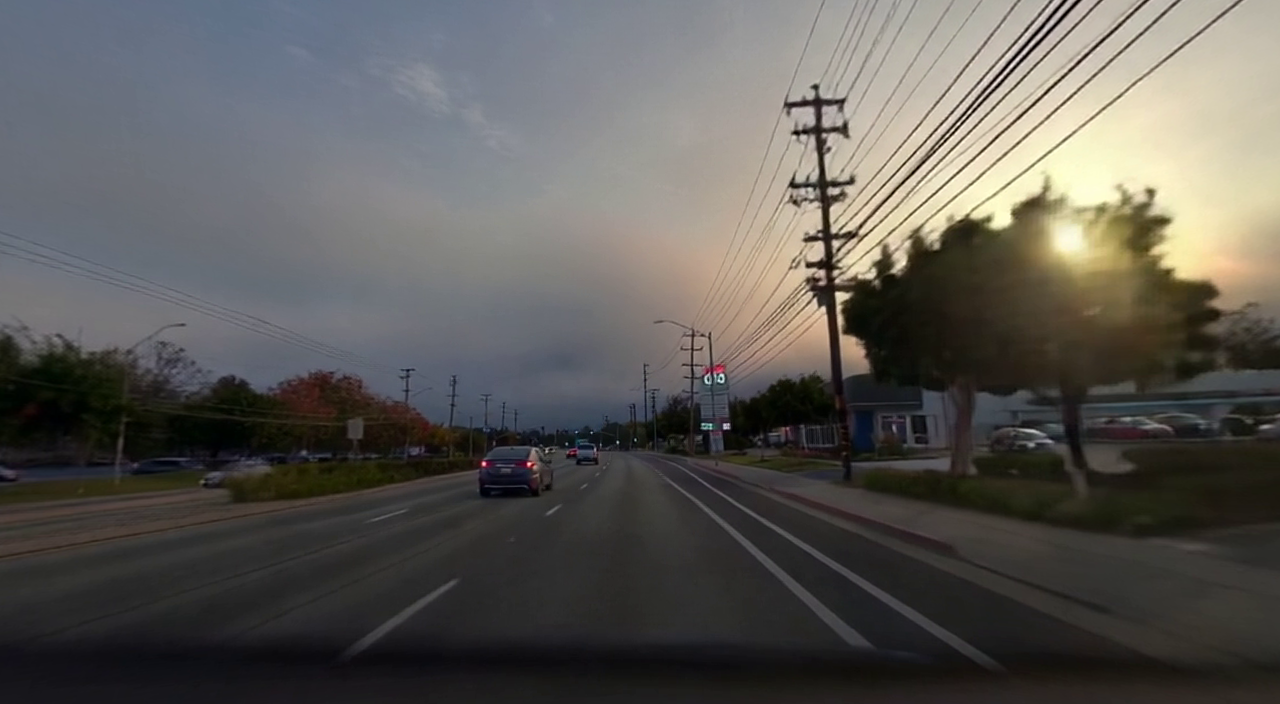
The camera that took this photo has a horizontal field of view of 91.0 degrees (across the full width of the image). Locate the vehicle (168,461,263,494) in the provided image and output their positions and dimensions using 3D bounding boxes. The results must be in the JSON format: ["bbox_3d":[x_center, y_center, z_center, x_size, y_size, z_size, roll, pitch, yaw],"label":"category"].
[{"bbox_3d":[-25.207,7.441,37.611,1.973,1.695,4.541,-1,-9,11],"label":"vehicle"}]

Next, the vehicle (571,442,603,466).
[{"bbox_3d":[-4.046,7.861,48.636,2.087,1.736,4.311,0,-9,-1],"label":"vehicle"}]

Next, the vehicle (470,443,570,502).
[{"bbox_3d":[-3.286,3.375,18.145,1.942,1.469,4.426,0,-9,1],"label":"vehicle"}]
